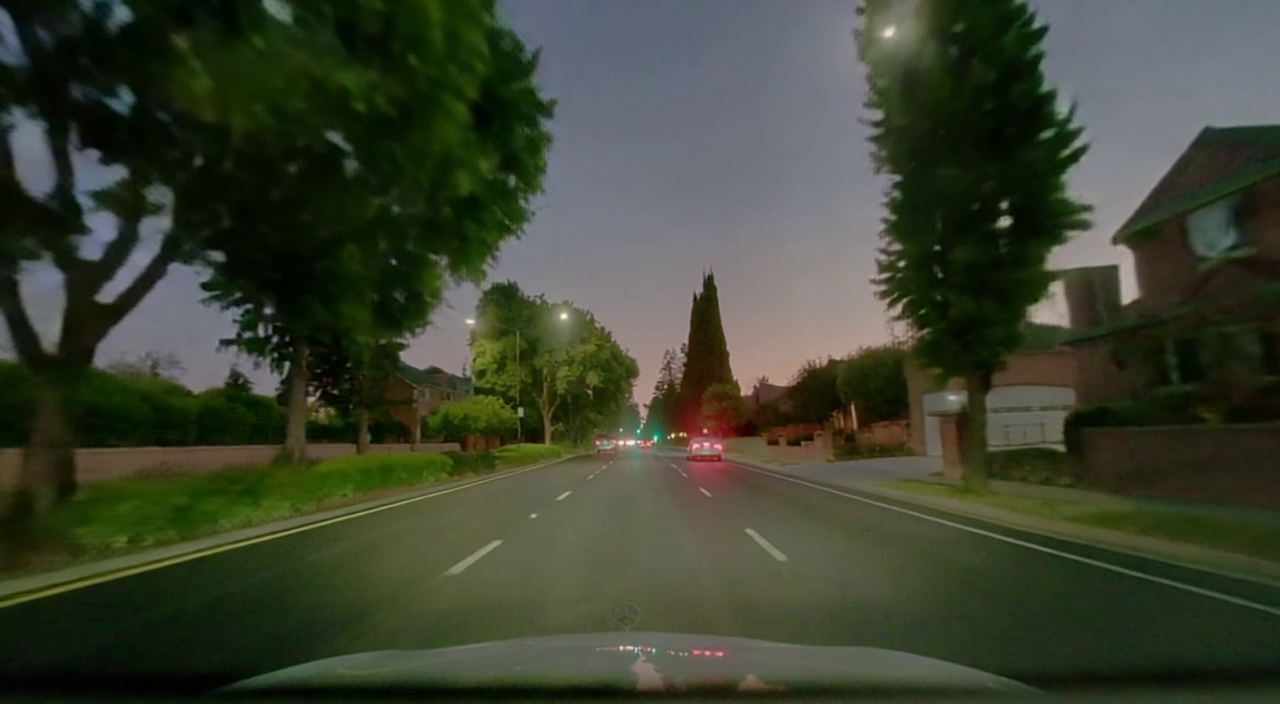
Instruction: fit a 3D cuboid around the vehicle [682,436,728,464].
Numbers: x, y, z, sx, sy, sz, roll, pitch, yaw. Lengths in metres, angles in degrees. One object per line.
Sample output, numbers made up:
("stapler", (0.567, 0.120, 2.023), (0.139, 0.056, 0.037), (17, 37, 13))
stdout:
("vehicle", (3.941, 6.037, 38.991), (2.237, 1.578, 4.621), (0, -8, -1))
